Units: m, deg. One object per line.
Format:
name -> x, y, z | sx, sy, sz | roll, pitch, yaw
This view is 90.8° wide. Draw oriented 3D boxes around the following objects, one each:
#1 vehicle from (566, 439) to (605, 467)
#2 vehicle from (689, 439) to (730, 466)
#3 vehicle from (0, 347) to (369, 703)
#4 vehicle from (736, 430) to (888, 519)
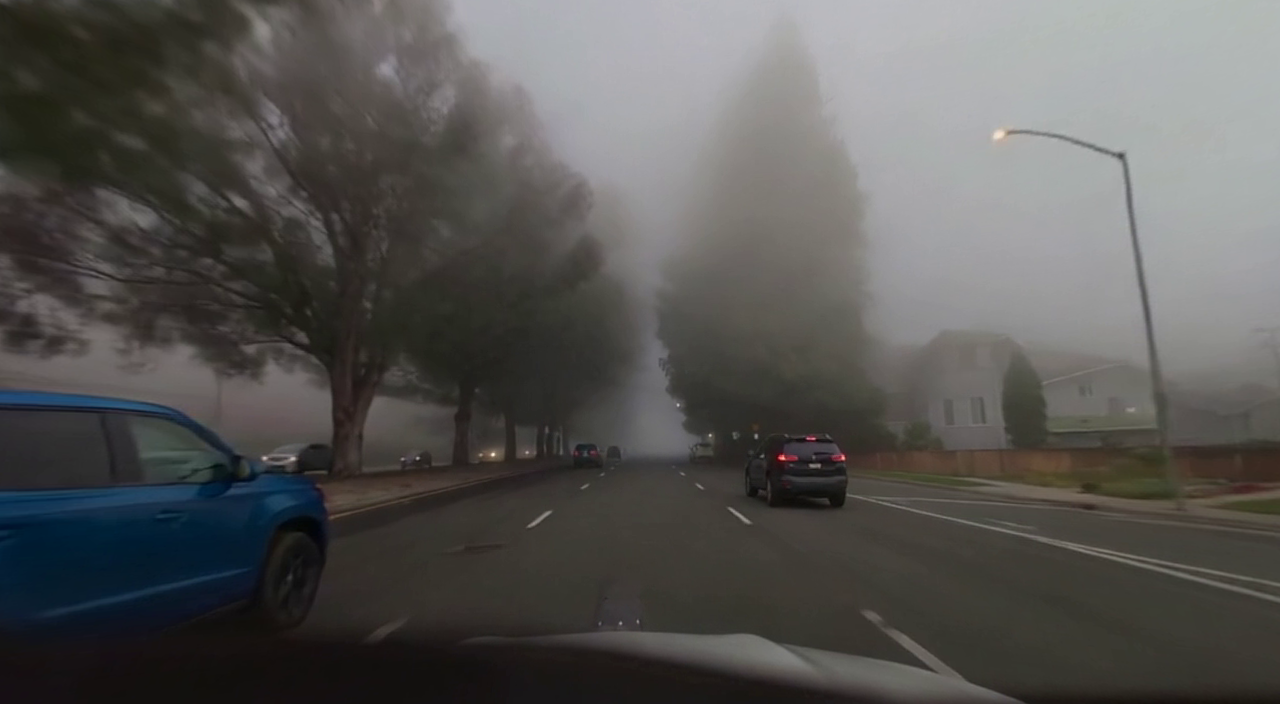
vehicle -> -3.237, 6.101, 38.364 | 1.988, 1.569, 4.202 | 0, -8, 0
vehicle -> 4.599, 6.725, 42.465 | 2.169, 1.669, 4.037 | 0, -8, -1
vehicle -> -3.468, 0.968, 3.312 | 2.045, 1.688, 4.632 | 0, -8, 0
vehicle -> 3.593, 2.639, 14.174 | 2.132, 1.659, 4.387 | 0, -8, -1
